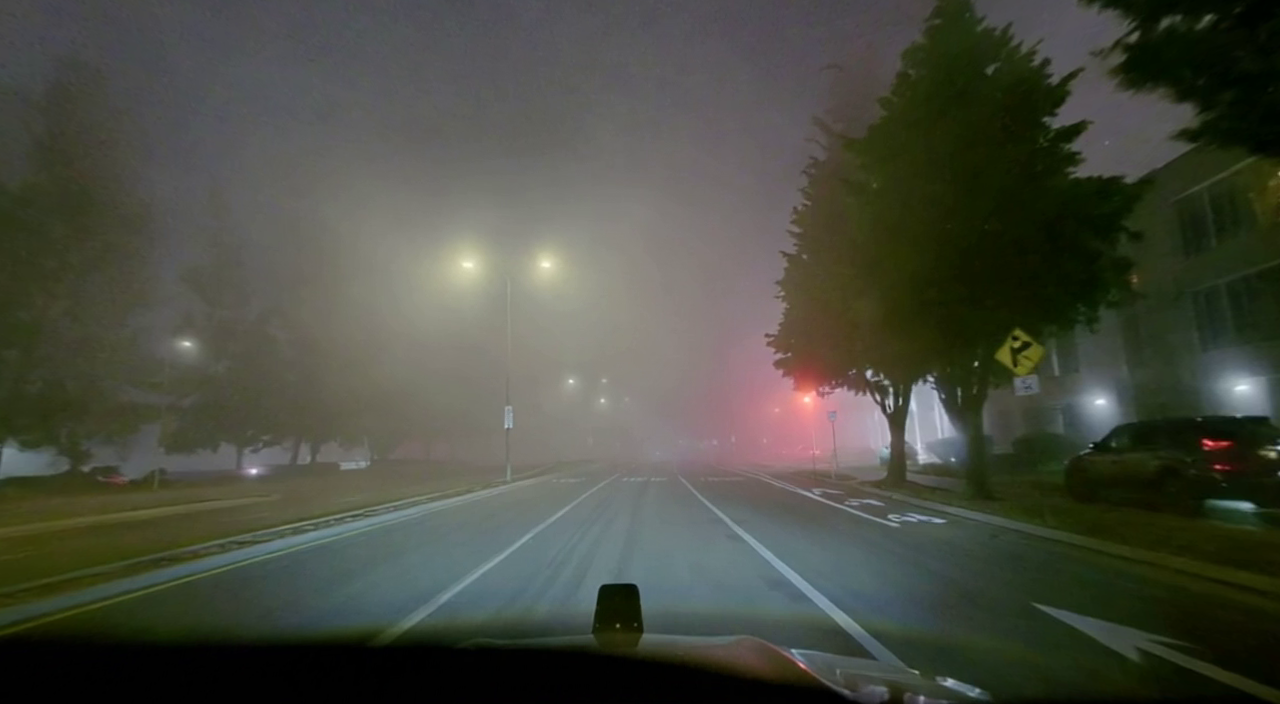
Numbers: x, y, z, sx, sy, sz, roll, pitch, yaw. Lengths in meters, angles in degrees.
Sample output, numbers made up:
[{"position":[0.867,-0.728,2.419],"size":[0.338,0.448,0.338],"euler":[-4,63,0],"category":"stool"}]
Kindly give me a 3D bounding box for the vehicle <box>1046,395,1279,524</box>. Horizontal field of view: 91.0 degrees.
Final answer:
[{"position":[10.057,1.943,11.734],"size":[2.007,1.895,4.812],"euler":[-1,-9,5],"category":"vehicle"}]

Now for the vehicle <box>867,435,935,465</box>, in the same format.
[{"position":[14.346,5.431,34.878],"size":[1.879,1.507,4.836],"euler":[0,-9,2],"category":"vehicle"}]
